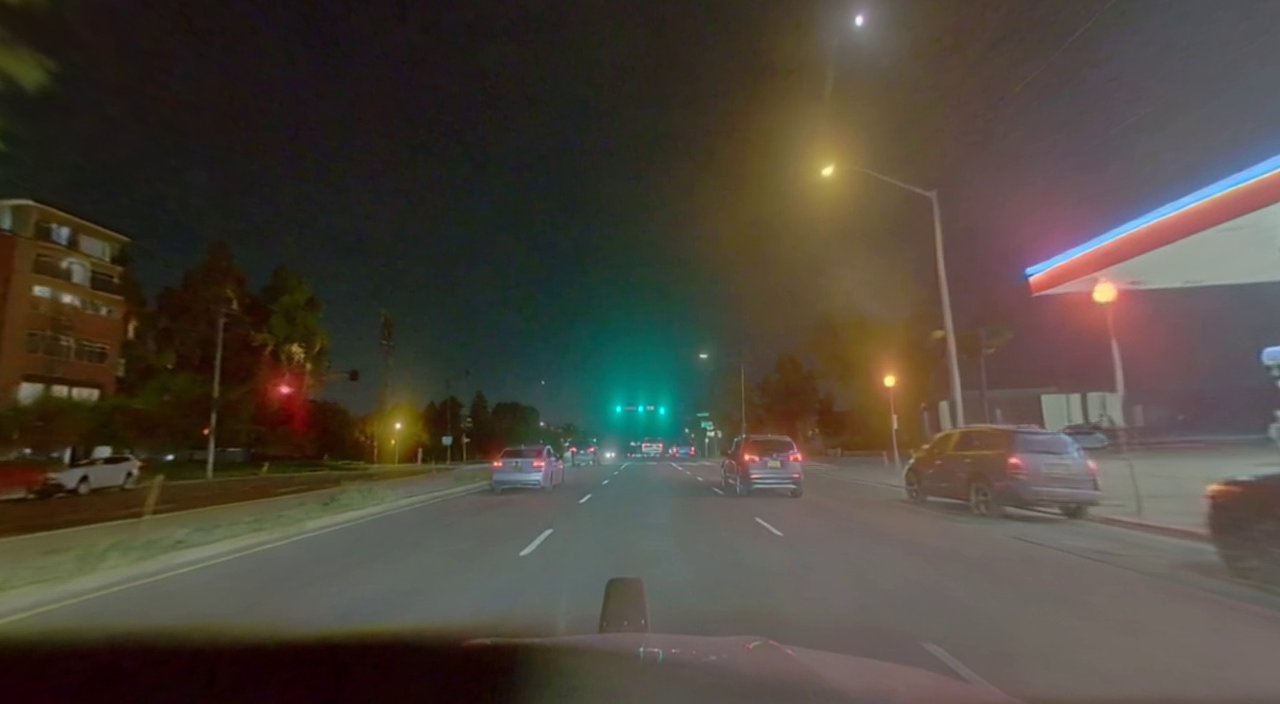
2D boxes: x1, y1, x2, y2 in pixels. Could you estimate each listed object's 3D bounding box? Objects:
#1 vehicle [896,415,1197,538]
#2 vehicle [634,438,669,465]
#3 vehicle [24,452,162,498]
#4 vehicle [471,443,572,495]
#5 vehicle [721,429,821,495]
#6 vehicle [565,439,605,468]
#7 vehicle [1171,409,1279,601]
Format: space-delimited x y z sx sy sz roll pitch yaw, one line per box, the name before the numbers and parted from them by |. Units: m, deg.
vehicle | 7.102 2.212 11.983 2.189 1.783 5.122 1 -8 -2
vehicle | 0.728 6.559 41.552 2.192 1.674 4.124 0 -8 0
vehicle | -22.195 4.948 25.835 1.821 1.645 4.211 0 -8 1
vehicle | -3.349 3.383 18.726 2.013 1.354 4.393 0 -8 2
vehicle | 3.765 3.255 19.055 1.980 1.709 4.813 0 -8 0
vehicle | -3.241 6.093 37.976 1.988 1.645 3.995 0 -8 1
vehicle | 6.884 1.183 4.367 2.417 1.736 5.043 -1 -9 7
